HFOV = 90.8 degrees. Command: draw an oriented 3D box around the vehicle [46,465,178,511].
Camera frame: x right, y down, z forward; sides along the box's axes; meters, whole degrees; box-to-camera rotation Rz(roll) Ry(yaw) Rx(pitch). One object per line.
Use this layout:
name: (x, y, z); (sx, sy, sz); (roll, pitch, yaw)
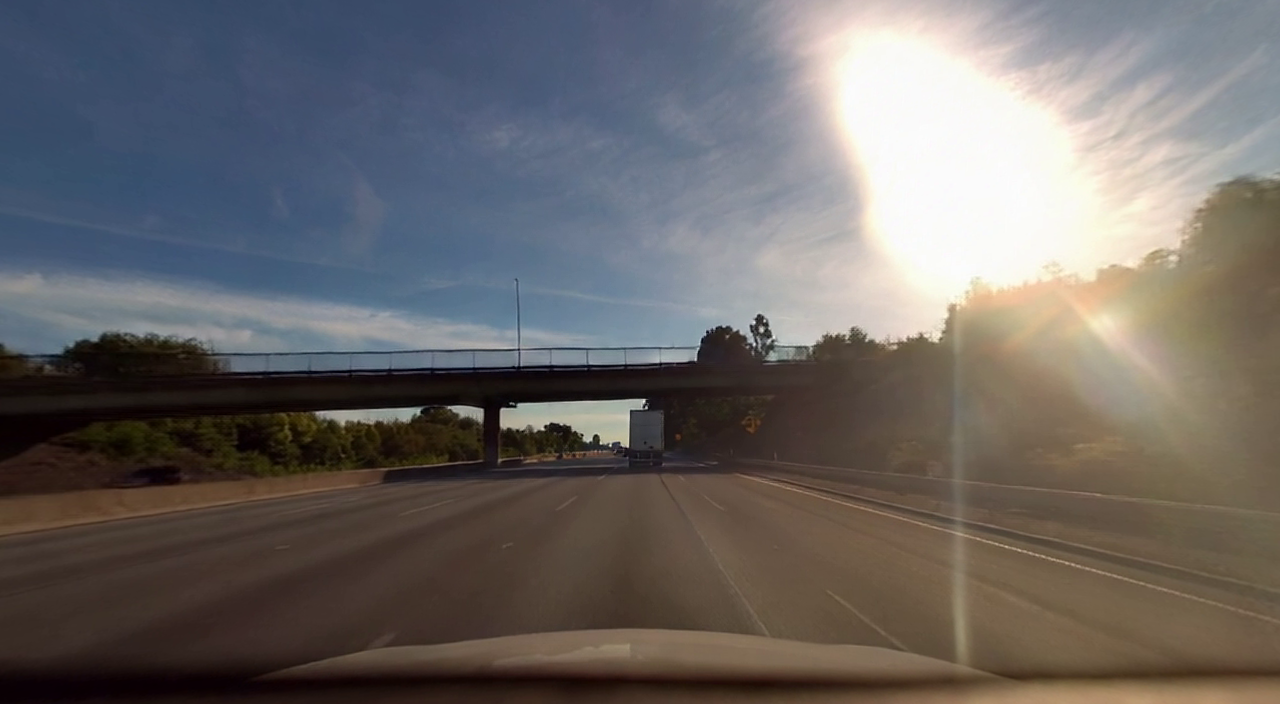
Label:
vehicle: (-24.185, 6.208, 29.201); (1.923, 1.822, 4.735); (-1, -9, 1)
